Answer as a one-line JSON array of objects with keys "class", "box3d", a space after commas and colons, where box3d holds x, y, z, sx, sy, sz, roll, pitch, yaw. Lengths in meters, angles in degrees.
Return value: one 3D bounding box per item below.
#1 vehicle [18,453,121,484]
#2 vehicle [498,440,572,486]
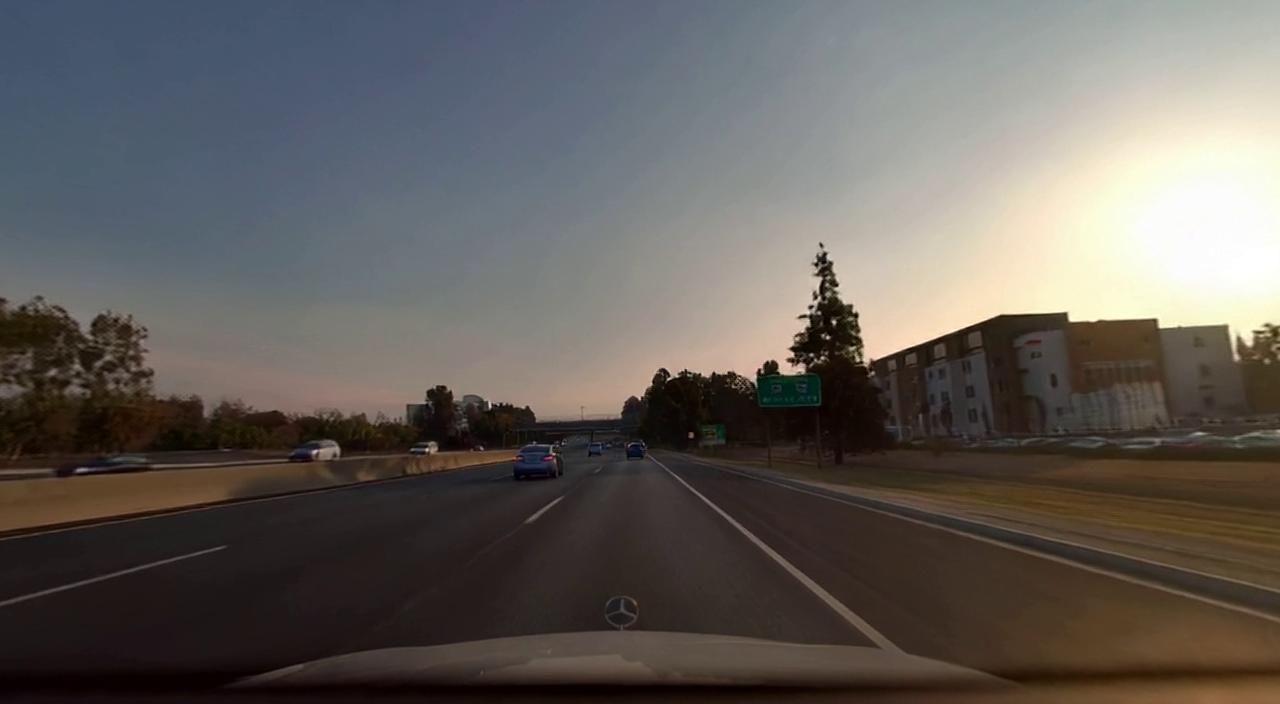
[{"class": "vehicle", "box3d": [-32.199, 6.551, 35.833, 1.797, 1.616, 4.252, 0, -9, 0]}, {"class": "vehicle", "box3d": [-3.609, 3.887, 22.435, 1.920, 1.463, 4.134, 0, -8, 0]}]
